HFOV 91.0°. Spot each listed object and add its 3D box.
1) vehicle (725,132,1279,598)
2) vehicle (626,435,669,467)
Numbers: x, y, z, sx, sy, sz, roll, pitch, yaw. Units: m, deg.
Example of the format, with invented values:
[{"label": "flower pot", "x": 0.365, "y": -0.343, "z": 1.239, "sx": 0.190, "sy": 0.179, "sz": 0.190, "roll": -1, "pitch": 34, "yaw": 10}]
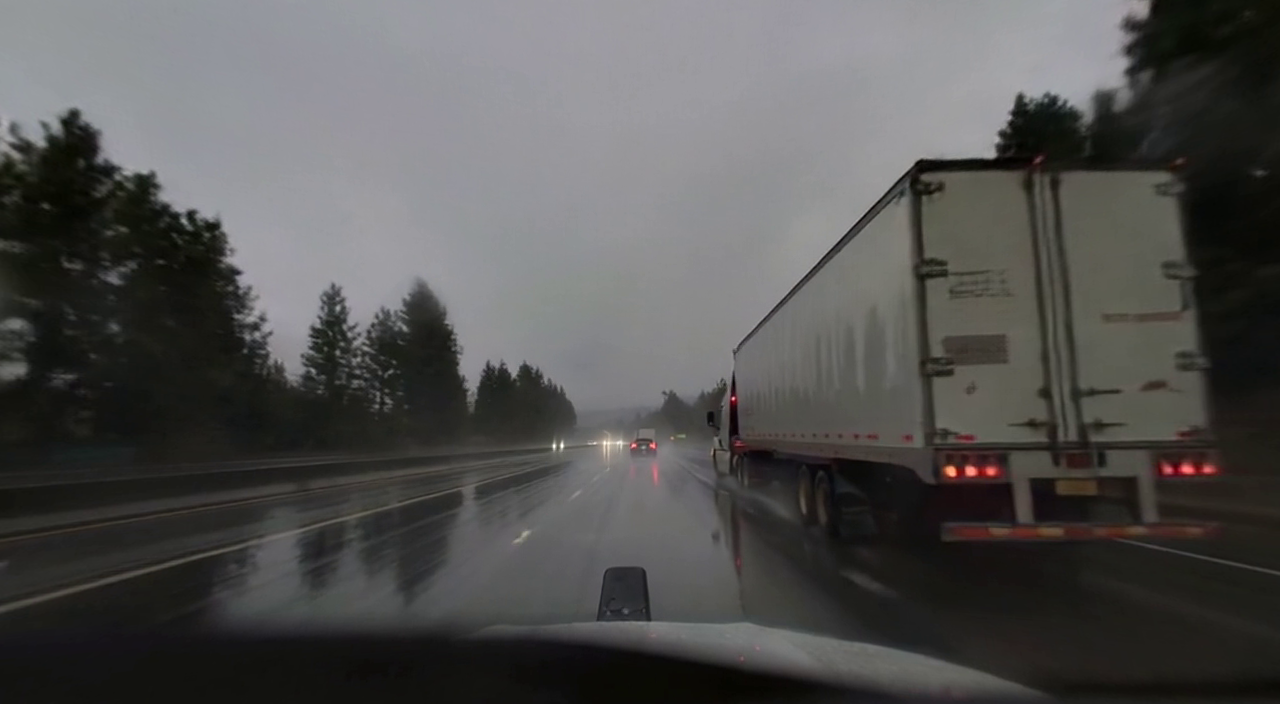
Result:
[{"label": "vehicle", "x": 4.193, "y": 0.995, "z": 12.577, "sx": 3.005, "sy": 4.131, "sz": 14.221, "roll": 0, "pitch": -8, "yaw": 0}, {"label": "vehicle", "x": 0.444, "y": 5.239, "z": 33.546, "sx": 2.139, "sy": 1.607, "sz": 4.034, "roll": 0, "pitch": -8, "yaw": 2}]
